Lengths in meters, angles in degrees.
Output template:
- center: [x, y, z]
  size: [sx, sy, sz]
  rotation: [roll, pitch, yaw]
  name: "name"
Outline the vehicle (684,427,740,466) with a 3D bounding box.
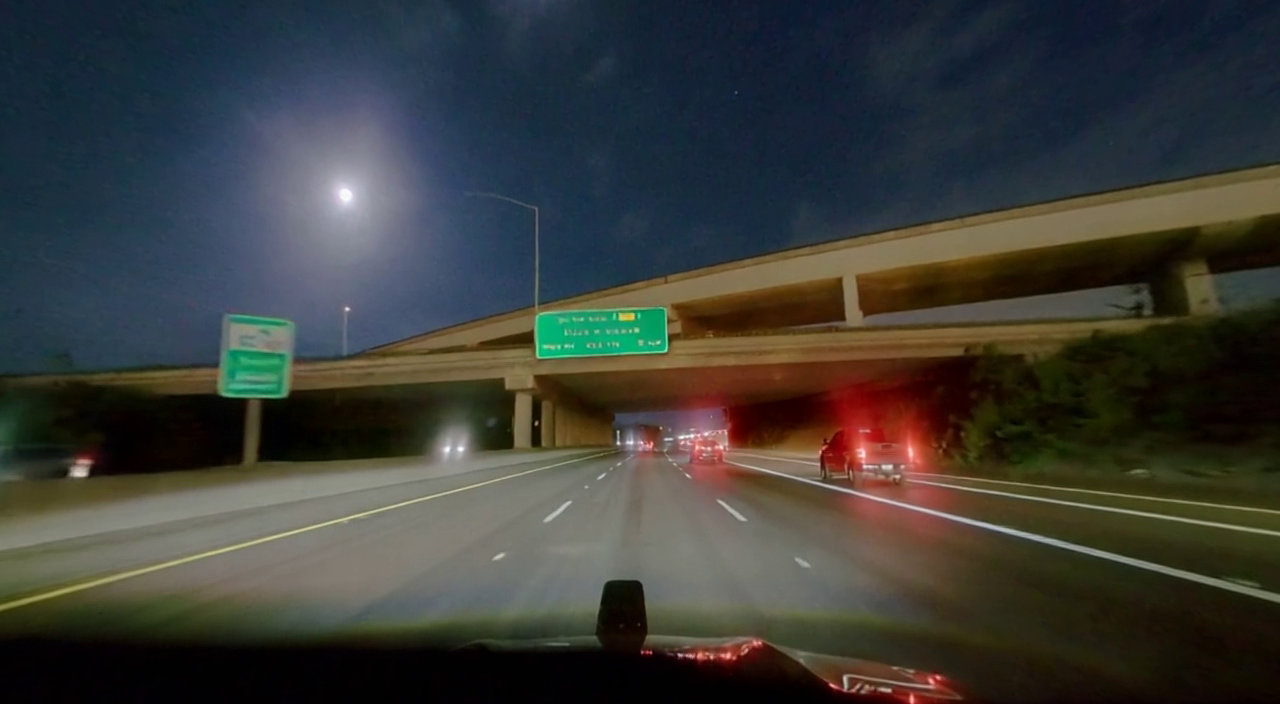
- center: [4.021, 5.426, 36.171]
  size: [2.505, 2.020, 5.532]
  rotation: [0, -8, 0]
  name: "vehicle"
